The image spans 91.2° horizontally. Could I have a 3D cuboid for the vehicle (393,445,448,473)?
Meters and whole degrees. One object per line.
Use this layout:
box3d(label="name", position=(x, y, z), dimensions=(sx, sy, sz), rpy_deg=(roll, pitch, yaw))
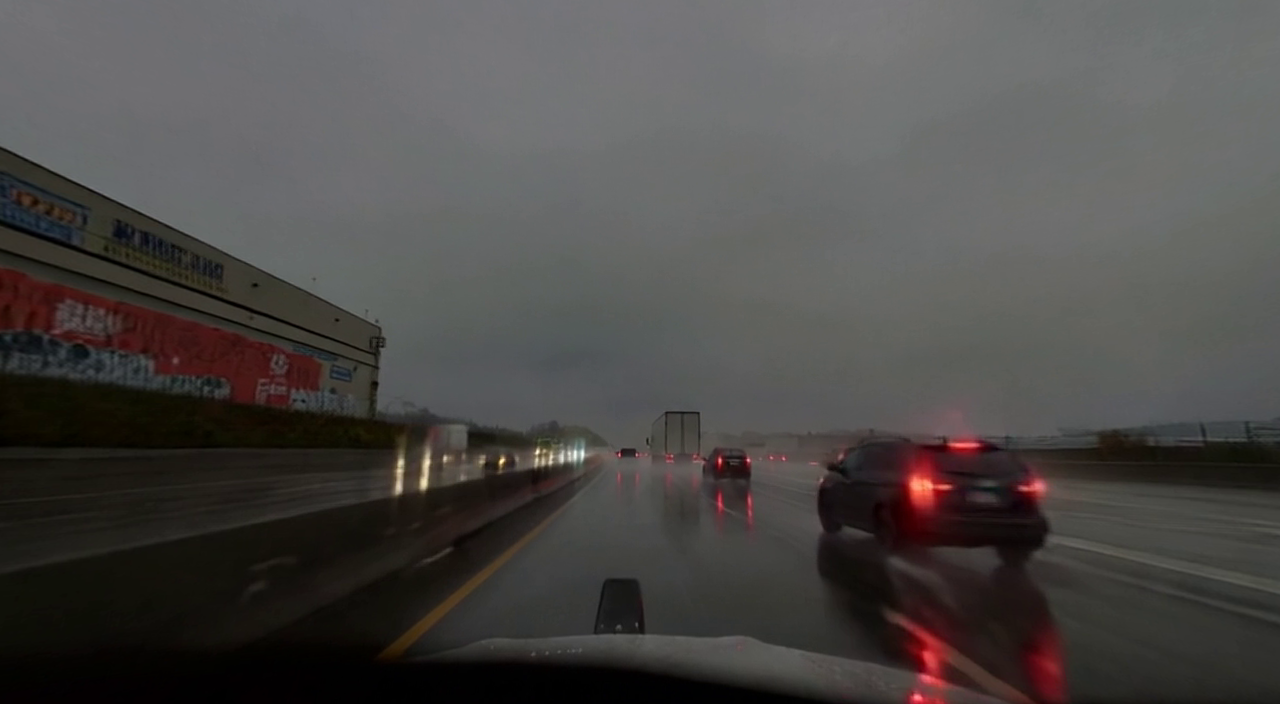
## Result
box3d(label="vehicle", position=(-12.593, 6.165, 36.205), dimensions=(1.806, 1.481, 3.966), rpy_deg=(0, -9, 0))

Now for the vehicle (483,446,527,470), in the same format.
box3d(label="vehicle", position=(-8.775, 6.951, 41.178), dimensions=(1.895, 1.483, 4.494), rpy_deg=(0, -9, 0))

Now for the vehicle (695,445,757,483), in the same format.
box3d(label="vehicle", position=(3.797, 5.041, 28.520), dimensions=(2.085, 1.588, 4.436), rpy_deg=(0, -9, -2))

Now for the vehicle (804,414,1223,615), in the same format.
box3d(label="vehicle", position=(3.643, 1.672, 7.471), dimensions=(2.045, 1.605, 4.674), rpy_deg=(0, -9, -1))

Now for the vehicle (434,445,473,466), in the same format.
box3d(label="vehicle", position=(-14.790, 8.220, 49.831), dimensions=(1.945, 1.594, 4.017), rpy_deg=(0, -9, -1))
